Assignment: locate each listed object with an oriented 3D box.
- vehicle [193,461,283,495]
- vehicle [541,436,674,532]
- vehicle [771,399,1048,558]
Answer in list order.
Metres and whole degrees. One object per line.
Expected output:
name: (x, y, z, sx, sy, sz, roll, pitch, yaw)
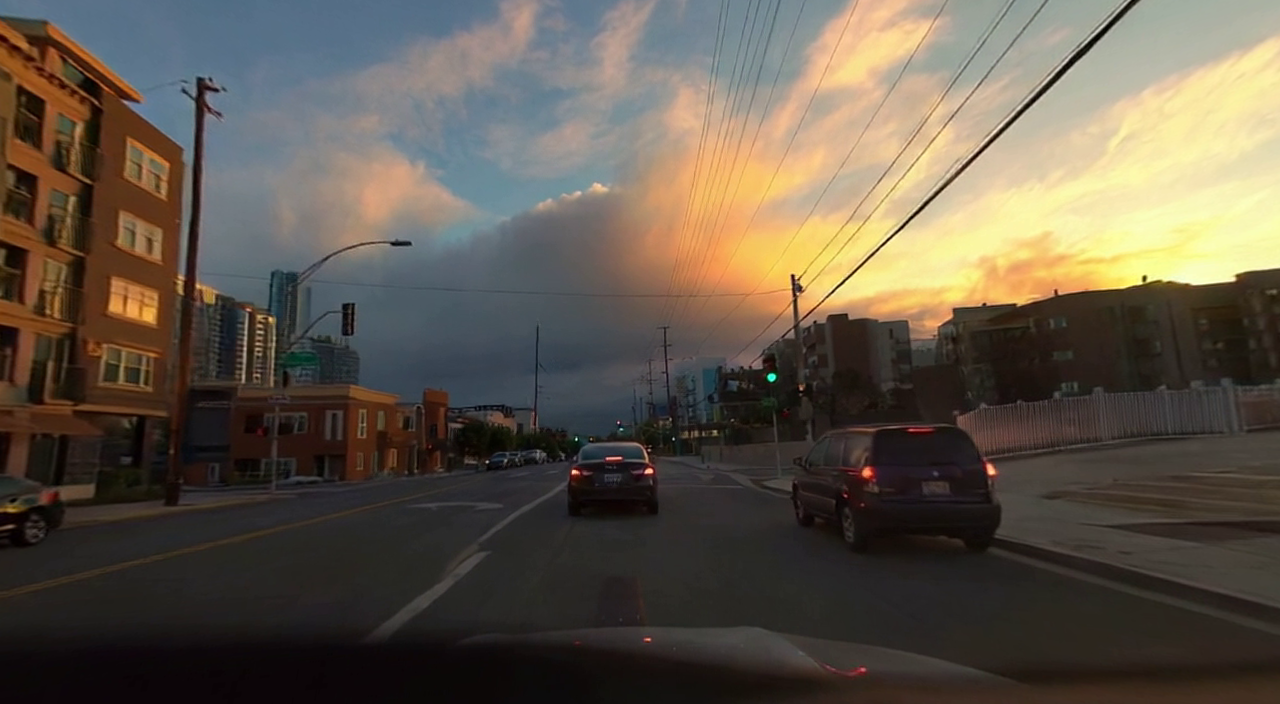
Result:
vehicle: (-25.296, 7.949, 39.864, 4.337, 1.739, 1.981, -5, -11, 2)
vehicle: (-0.492, 2.338, 11.789, 2.019, 1.453, 4.129, 0, -8, 0)
vehicle: (3.832, 1.924, 10.328, 2.248, 1.945, 5.011, 0, -9, -1)
